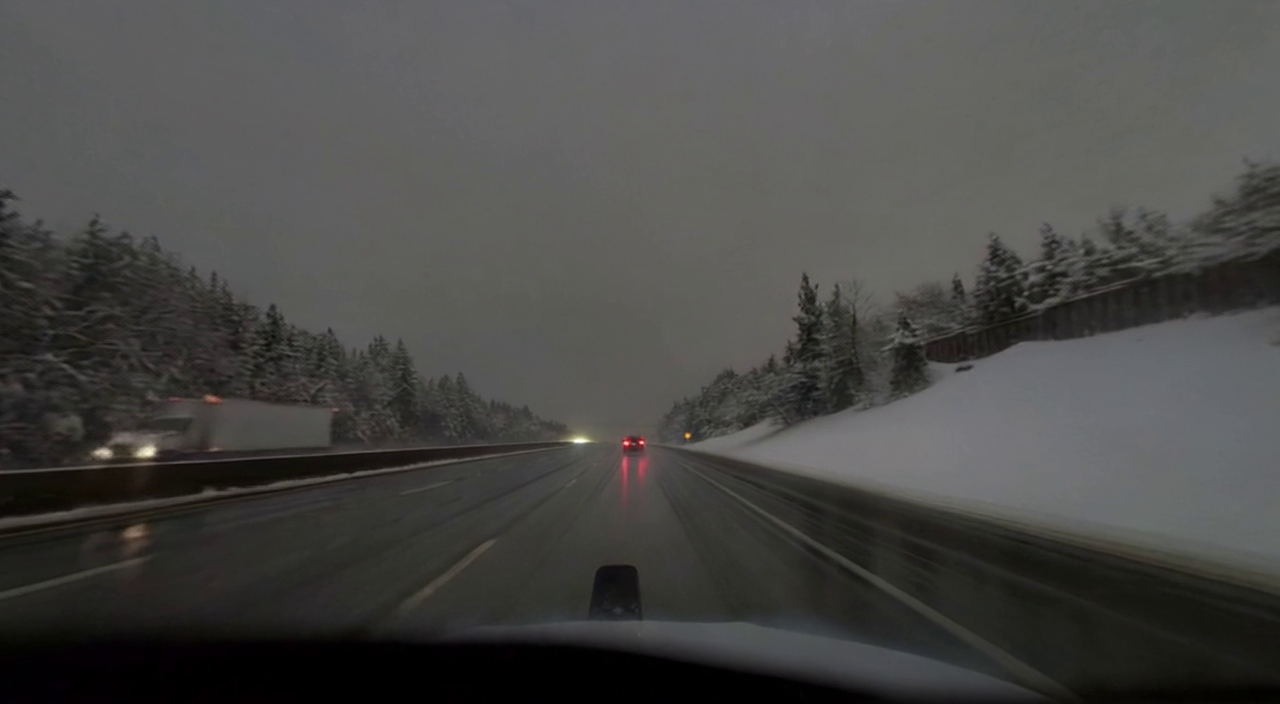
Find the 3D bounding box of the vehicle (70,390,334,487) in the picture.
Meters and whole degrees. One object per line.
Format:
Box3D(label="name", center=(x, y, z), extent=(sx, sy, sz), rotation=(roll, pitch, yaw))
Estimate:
Box3D(label="vehicle", center=(-22.844, 4.832, 35.317), extent=(3.192, 4.094, 16.559), rotation=(0, -8, -1))
